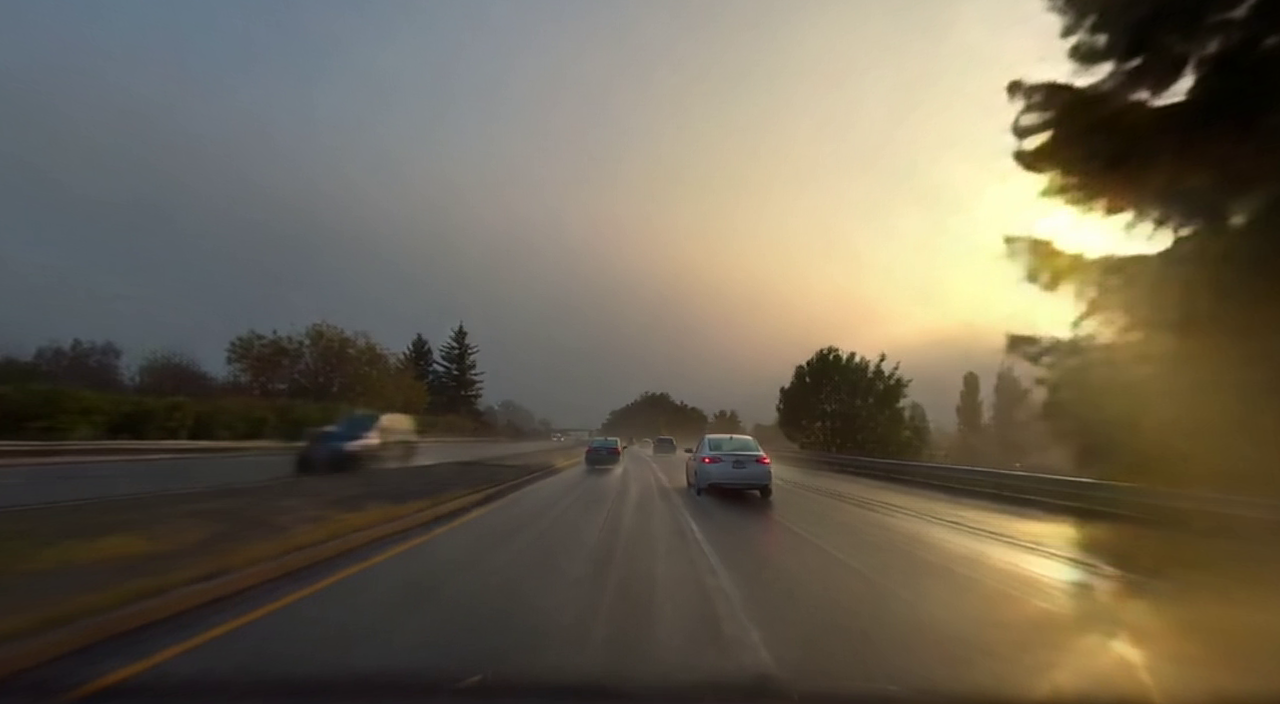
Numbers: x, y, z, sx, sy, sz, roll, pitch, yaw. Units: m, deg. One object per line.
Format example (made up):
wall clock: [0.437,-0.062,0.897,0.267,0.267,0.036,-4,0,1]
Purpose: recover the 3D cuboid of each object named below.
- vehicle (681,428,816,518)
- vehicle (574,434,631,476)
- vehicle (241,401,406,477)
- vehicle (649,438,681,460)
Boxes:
vehicle: [2.087,2.503,13.705,2.055,1.566,5.046,0,-8,0]
vehicle: [-1.471,4.266,26.311,2.178,1.559,4.254,0,-8,-1]
vehicle: [-8.039,2.290,16.517,2.109,1.706,4.082,0,-8,1]
vehicle: [1.821,7.156,46.650,2.146,1.546,3.796,0,-8,0]
